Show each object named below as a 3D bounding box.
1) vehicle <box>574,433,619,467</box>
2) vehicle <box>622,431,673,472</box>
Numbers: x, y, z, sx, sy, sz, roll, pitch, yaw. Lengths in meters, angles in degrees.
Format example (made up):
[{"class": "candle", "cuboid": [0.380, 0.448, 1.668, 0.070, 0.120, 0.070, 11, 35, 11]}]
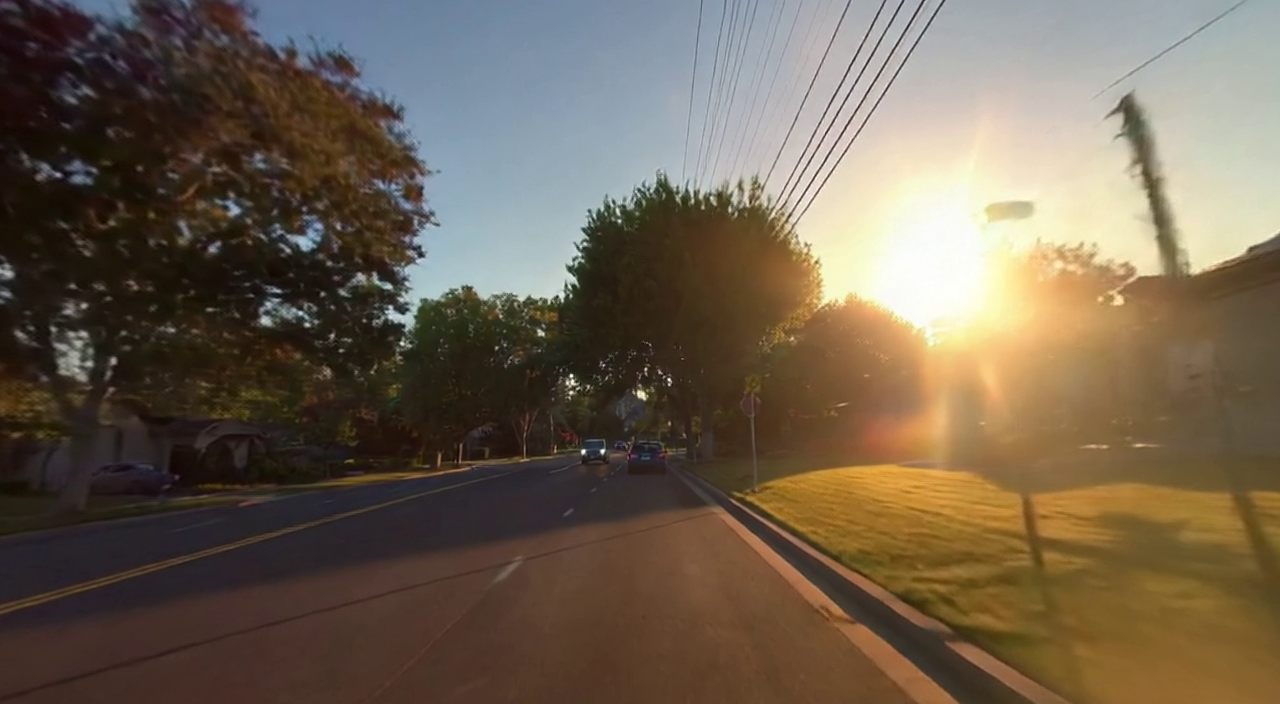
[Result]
[{"class": "vehicle", "cuboid": [-2.385, 5.530, 35.625, 2.157, 1.765, 4.303, -1, -9, 2]}, {"class": "vehicle", "cuboid": [0.304, 4.505, 28.586, 2.120, 1.718, 3.909, 0, -9, 0]}]
